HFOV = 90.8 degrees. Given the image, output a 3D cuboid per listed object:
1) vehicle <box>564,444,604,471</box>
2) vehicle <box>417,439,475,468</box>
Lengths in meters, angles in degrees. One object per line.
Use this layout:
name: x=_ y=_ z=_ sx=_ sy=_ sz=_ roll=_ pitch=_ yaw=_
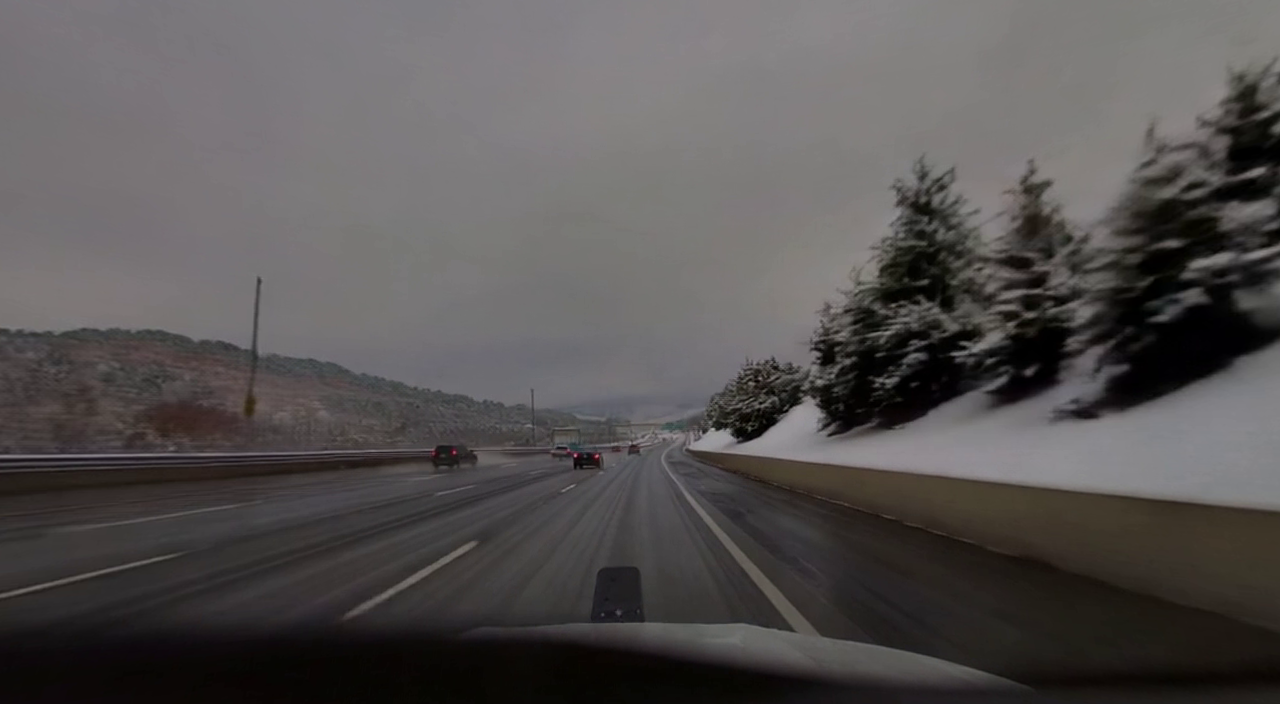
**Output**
vehicle: x=-3.300 y=6.326 z=38.131 sx=1.931 sy=1.492 sz=4.076 roll=0 pitch=-8 yaw=2
vehicle: x=-12.667 y=6.672 z=41.568 sx=2.076 sy=1.766 sz=4.831 roll=0 pitch=-8 yaw=2
